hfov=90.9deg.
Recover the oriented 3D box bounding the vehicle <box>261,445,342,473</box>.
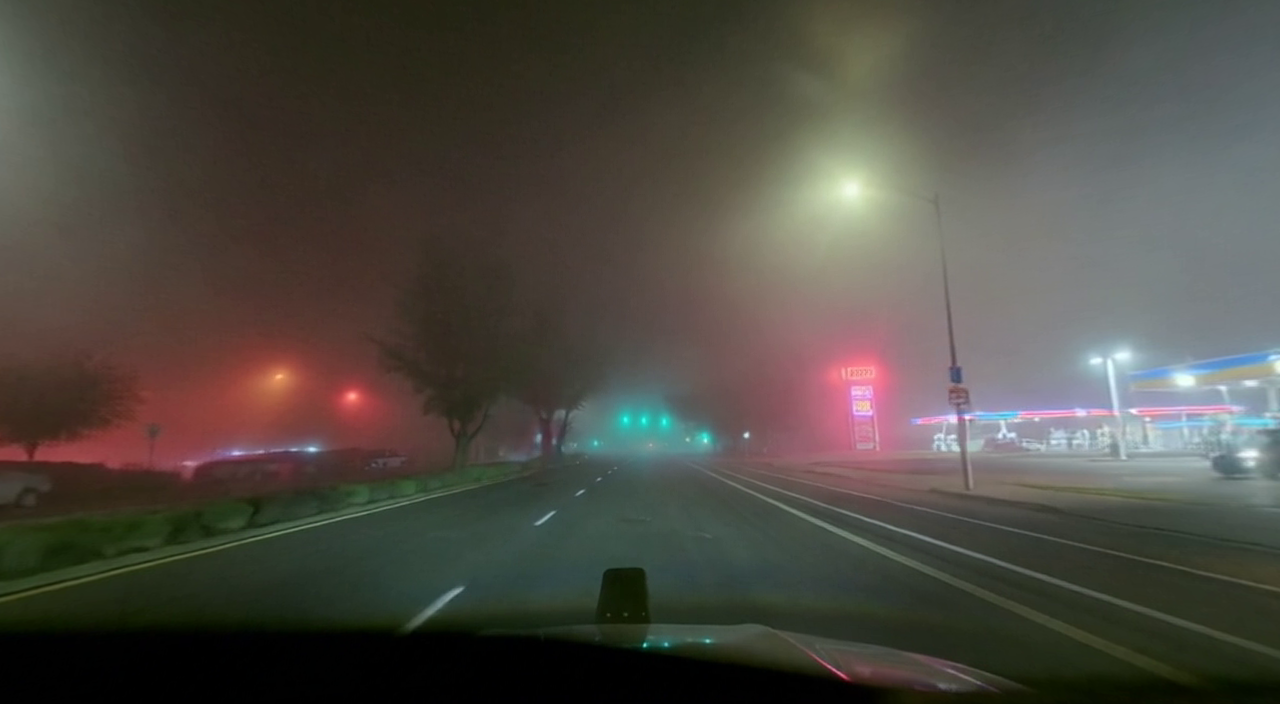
[{"bbox_3d":[-23.572,7.450,44.029,4.271,1.902,2.281,0,-9,1],"label":"vehicle"}]

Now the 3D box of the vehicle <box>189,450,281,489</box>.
[{"bbox_3d":[-25.156,7.287,39.227,4.386,2.004,1.991,-4,-8,-2],"label":"vehicle"}]
